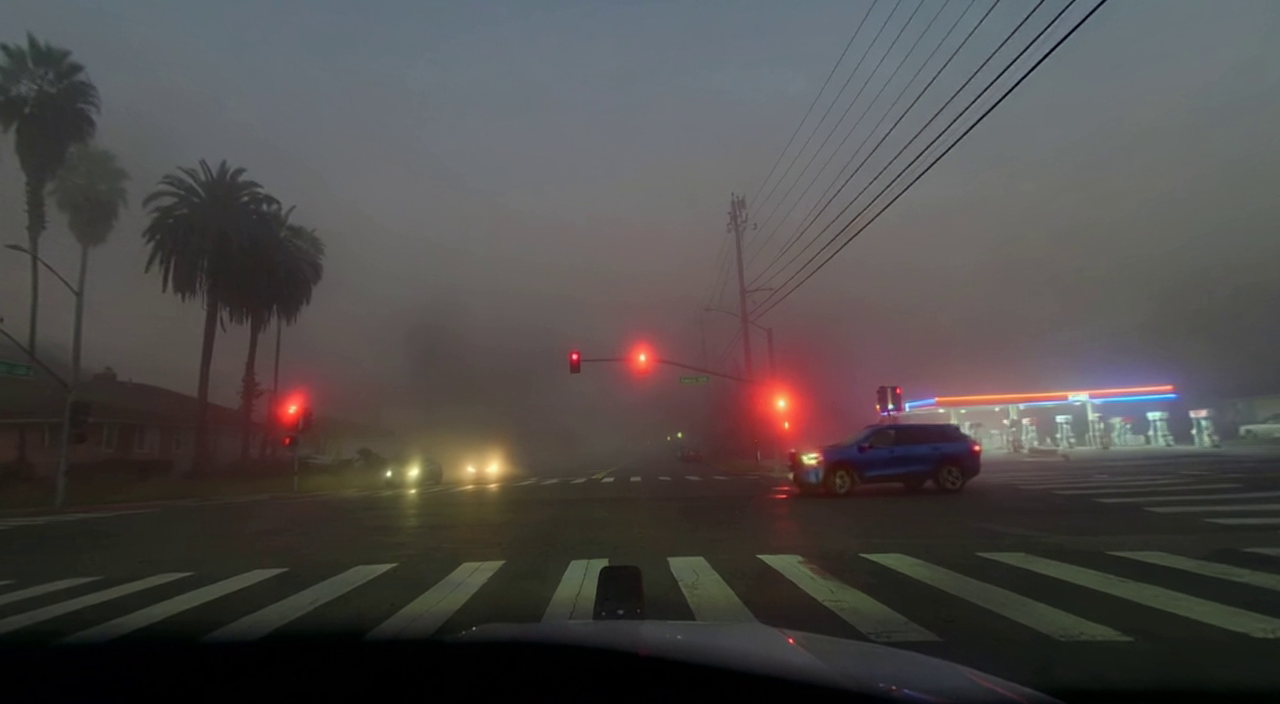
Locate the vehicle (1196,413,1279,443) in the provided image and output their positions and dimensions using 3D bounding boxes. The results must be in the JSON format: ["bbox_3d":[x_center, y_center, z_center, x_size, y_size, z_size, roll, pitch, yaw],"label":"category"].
[{"bbox_3d":[38.297,4.793,39.969,4.488,1.447,1.765,-5,-8,-1],"label":"vehicle"}]

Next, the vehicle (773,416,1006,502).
[{"bbox_3d":[5.990,2.544,15.286,5.086,1.817,1.952,3,-9,-18],"label":"vehicle"}]

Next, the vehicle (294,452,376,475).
[{"bbox_3d":[-20.949,7.677,43.512,4.672,1.469,1.816,-1,-9,-2],"label":"vehicle"}]

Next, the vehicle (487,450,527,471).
[{"bbox_3d":[-9.973,8.162,47.602,2.085,1.451,4.311,0,-9,0],"label":"vehicle"}]

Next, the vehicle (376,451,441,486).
[{"bbox_3d":[-13.052,6.556,35.943,2.009,1.777,4.559,0,-9,-1],"label":"vehicle"}]
